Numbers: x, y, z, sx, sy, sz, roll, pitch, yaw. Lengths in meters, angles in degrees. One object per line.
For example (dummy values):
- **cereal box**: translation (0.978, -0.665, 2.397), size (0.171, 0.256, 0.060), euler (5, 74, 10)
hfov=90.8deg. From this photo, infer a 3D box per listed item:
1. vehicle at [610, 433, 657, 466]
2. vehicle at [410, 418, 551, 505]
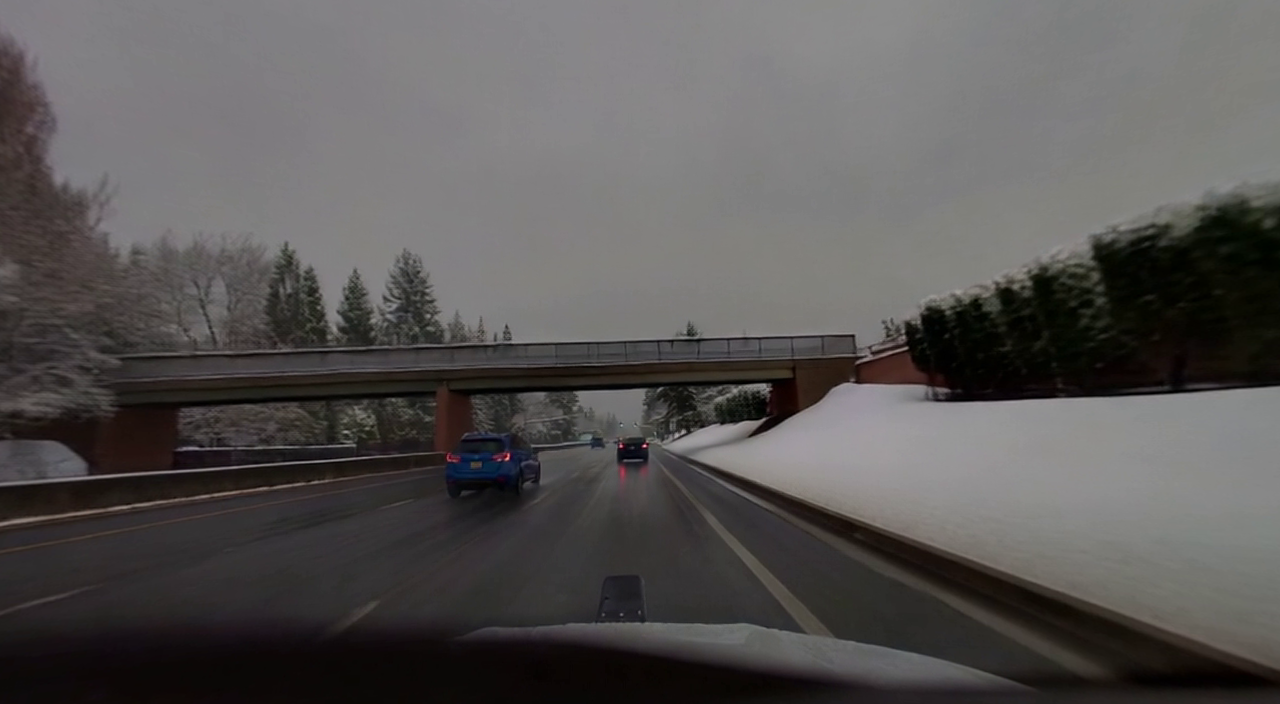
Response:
- **vehicle**: translation (-0.311, 4.815, 31.443), size (2.205, 1.509, 4.272), euler (0, -8, 0)
- **vehicle**: translation (-3.671, 2.625, 15.596), size (2.223, 1.771, 4.581), euler (-1, -8, 1)
